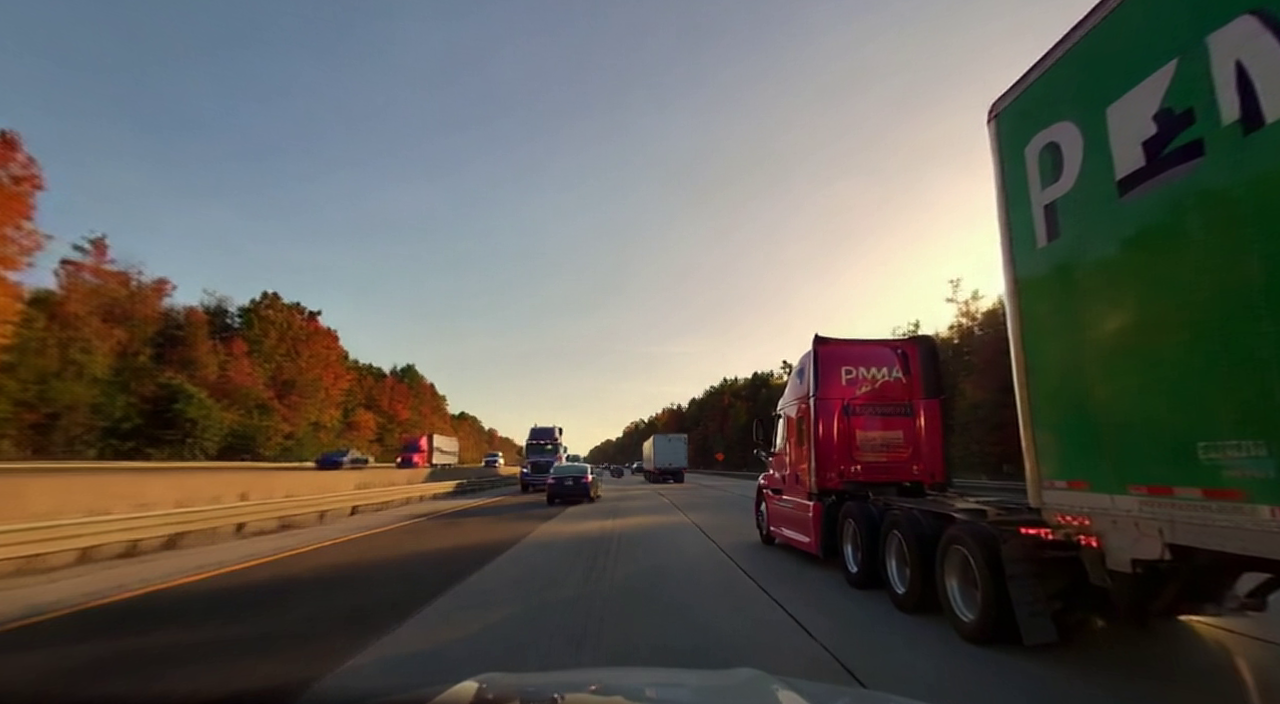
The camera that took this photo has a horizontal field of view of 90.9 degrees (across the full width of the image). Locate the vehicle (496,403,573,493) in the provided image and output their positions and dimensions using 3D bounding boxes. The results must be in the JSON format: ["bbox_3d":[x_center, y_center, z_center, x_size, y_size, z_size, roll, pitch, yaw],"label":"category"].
[{"bbox_3d":[-5.274,4.985,32.467,3.099,4.220,5.196,1,-10,-2],"label":"vehicle"}]

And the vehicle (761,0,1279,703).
[{"bbox_3d":[3.944,0.406,5.401,2.856,4.040,14.009,1,-10,-1],"label":"vehicle"}]

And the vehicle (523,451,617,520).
[{"bbox_3d":[-1.760,3.646,17.533,2.010,1.580,4.949,1,-10,0],"label":"vehicle"}]

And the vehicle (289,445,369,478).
[{"bbox_3d":[-16.139,5.762,32.990,1.980,1.587,4.561,1,-10,-2],"label":"vehicle"}]
